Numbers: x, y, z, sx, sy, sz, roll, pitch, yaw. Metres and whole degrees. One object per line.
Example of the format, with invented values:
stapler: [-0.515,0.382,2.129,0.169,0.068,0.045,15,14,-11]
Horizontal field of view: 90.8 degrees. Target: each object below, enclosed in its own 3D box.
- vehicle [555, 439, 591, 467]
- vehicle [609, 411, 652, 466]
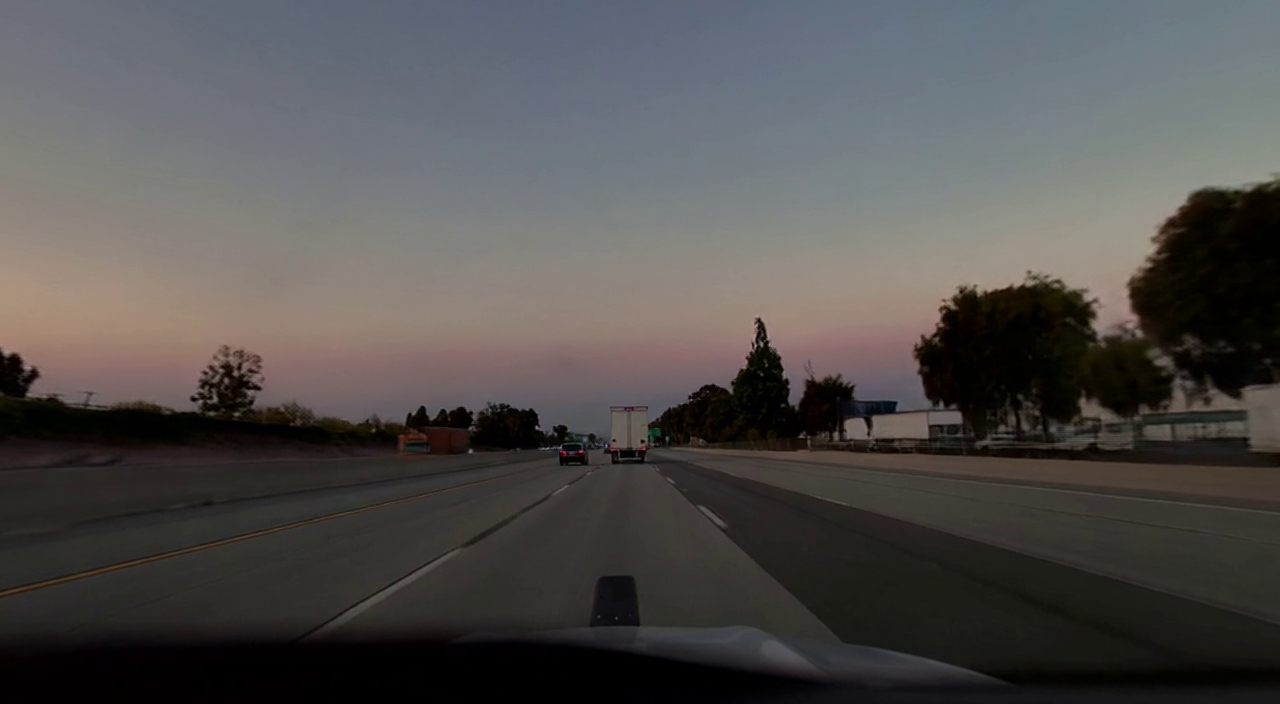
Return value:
vehicle: [-4.794,7.332,45.933,2.095,1.930,4.680,0,-9,0]
vehicle: [-0.635,6.859,49.488,3.000,3.786,11.740,0,-9,0]
